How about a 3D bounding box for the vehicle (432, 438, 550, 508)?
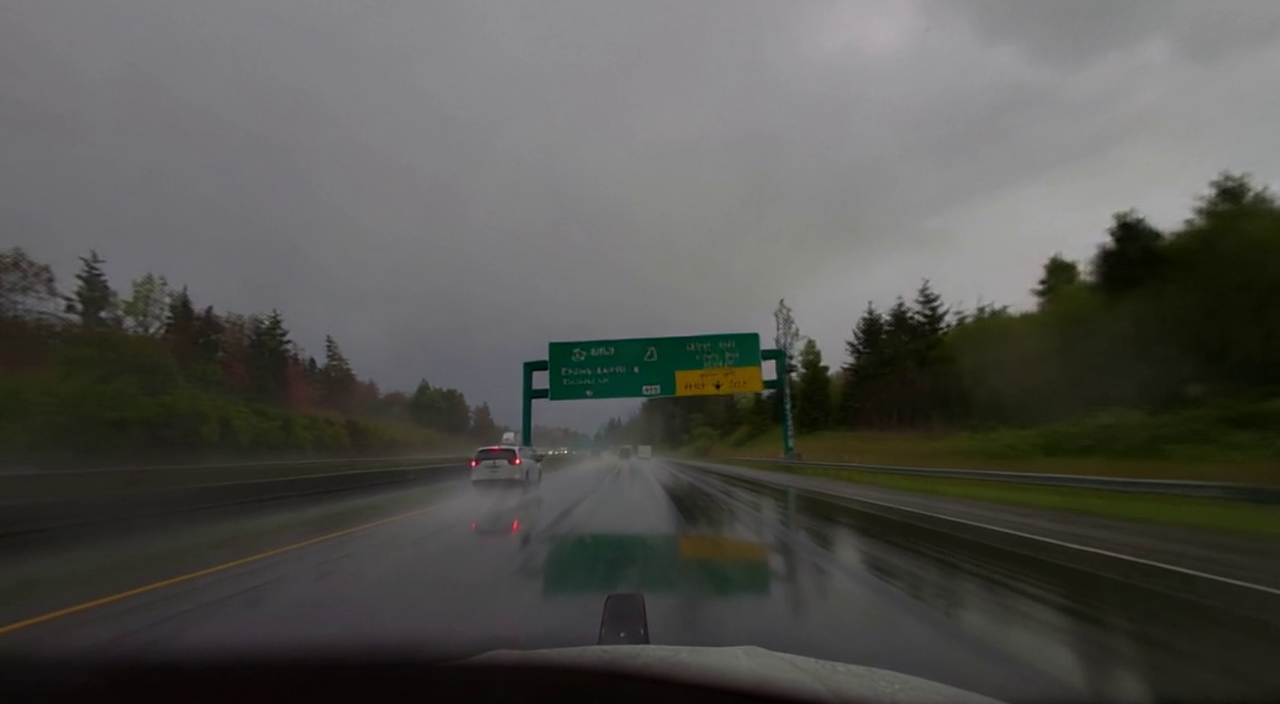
[{"bbox_3d":[-3.745,3.146,16.774,2.028,1.584,4.481,0,-9,0],"label":"vehicle"}]
